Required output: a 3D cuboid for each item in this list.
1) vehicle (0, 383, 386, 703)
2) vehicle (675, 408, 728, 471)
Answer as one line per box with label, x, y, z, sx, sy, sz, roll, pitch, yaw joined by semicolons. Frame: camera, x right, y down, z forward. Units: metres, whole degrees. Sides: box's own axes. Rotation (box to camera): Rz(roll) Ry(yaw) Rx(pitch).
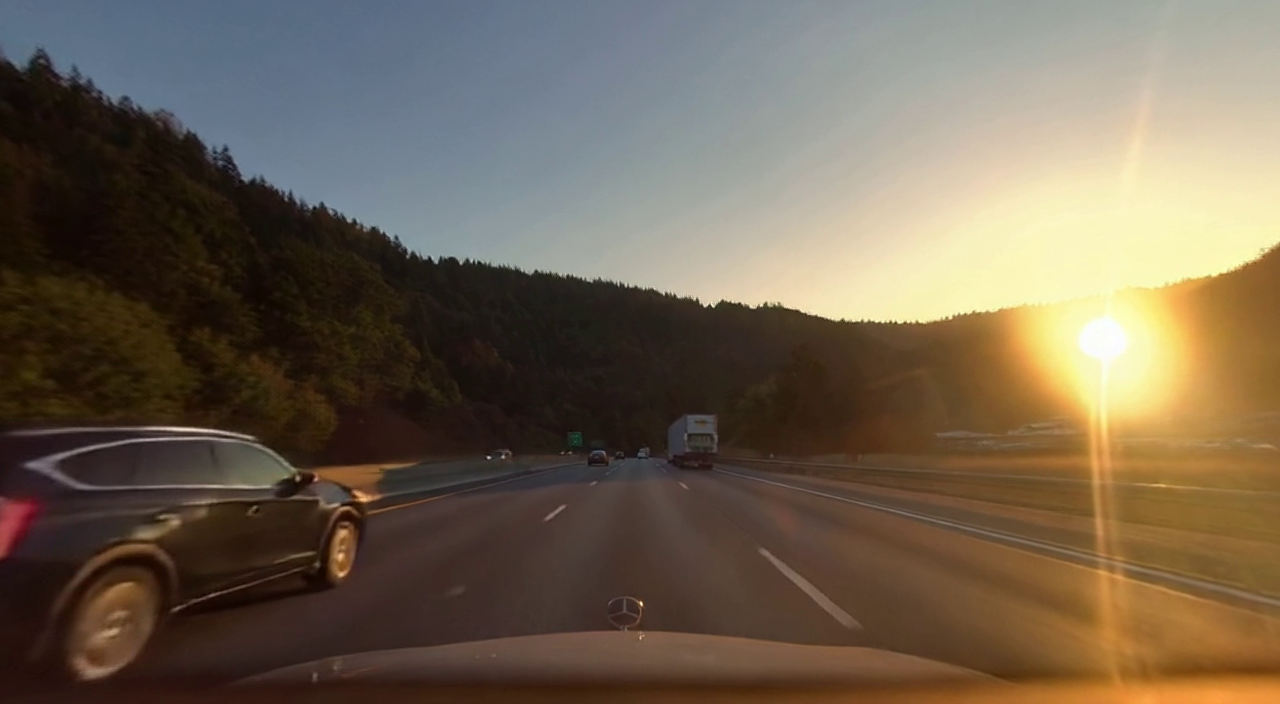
vehicle;-3.335;1.123;3.758;1.944;1.548;4.051;0;-9;0
vehicle;4.073;5.993;42.942;2.904;4.001;5.861;0;-9;-1
